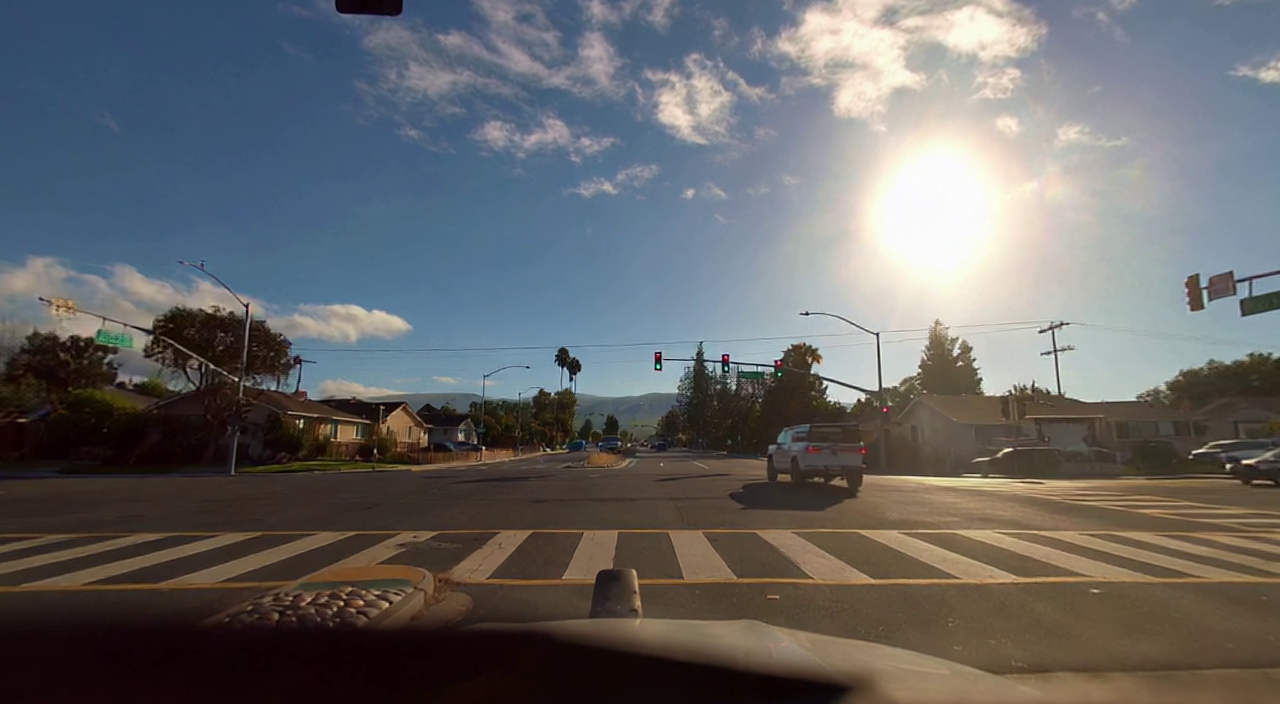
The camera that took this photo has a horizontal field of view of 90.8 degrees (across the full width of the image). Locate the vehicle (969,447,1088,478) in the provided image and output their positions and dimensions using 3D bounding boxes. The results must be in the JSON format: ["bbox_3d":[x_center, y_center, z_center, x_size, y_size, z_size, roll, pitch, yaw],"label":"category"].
[{"bbox_3d":[19.730,5.609,32.237,4.874,1.544,1.779,0,-9,1],"label":"vehicle"}]

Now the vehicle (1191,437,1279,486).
[{"bbox_3d":[23.634,4.042,23.462,4.417,1.725,1.969,0,-9,-1],"label":"vehicle"}]

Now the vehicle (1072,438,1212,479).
[{"bbox_3d":[23.503,4.991,29.741,4.807,1.835,2.033,0,-9,-1],"label":"vehicle"}]

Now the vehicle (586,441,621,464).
[{"bbox_3d":[-2.391,6.715,42.282,2.045,1.484,3.991,0,-9,0],"label":"vehicle"}]

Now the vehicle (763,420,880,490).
[{"bbox_3d":[5.929,3.476,21.618,2.273,2.042,5.717,0,-9,0],"label":"vehicle"}]
